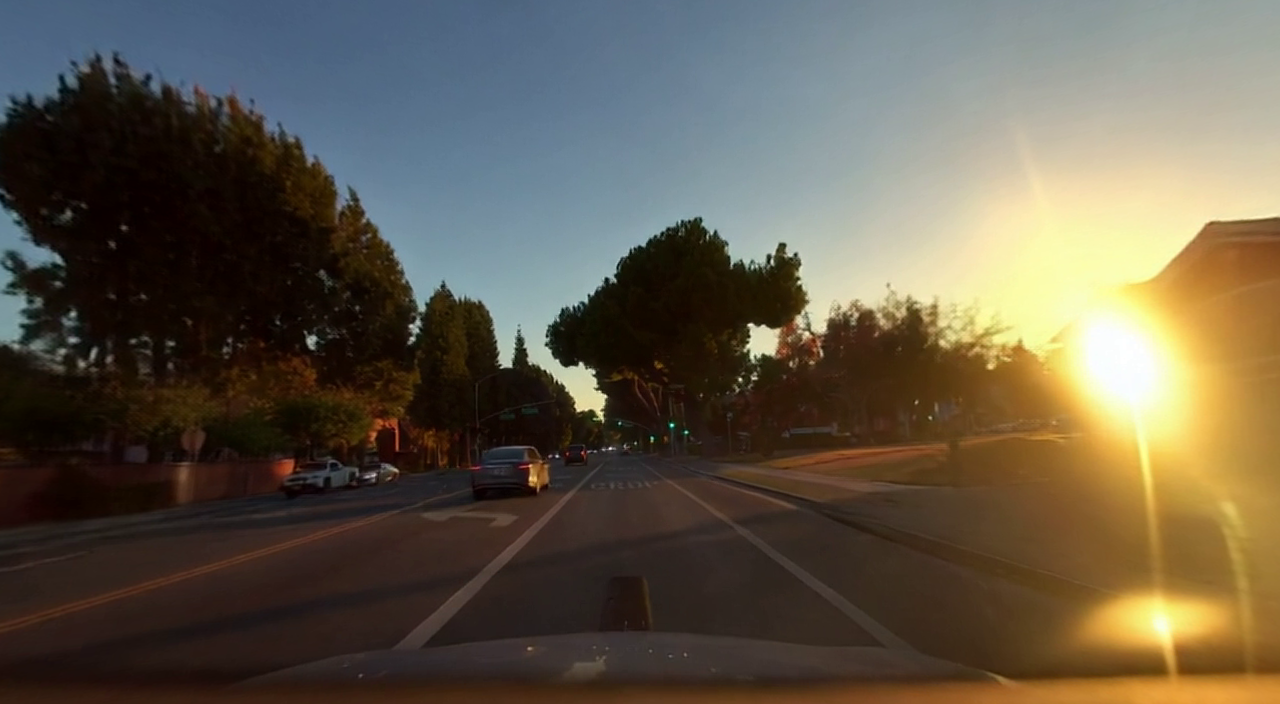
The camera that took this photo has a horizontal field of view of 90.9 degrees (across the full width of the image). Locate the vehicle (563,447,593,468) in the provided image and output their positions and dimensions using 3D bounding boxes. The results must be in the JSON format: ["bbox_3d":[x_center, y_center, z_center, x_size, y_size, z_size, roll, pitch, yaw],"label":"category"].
[{"bbox_3d":[-4.838,8.277,49.625,2.060,1.530,4.121,0,-8,-1],"label":"vehicle"}]

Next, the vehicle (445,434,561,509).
[{"bbox_3d":[-3.455,3.115,16.941,2.084,1.701,4.734,0,-8,0],"label":"vehicle"}]

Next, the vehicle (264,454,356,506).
[{"bbox_3d":[-14.792,5.705,28.605,1.972,1.887,4.777,-3,-7,-5],"label":"vehicle"}]

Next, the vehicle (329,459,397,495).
[{"bbox_3d":[-15.065,6.779,34.500,1.860,1.490,4.542,-4,-7,-2],"label":"vehicle"}]
